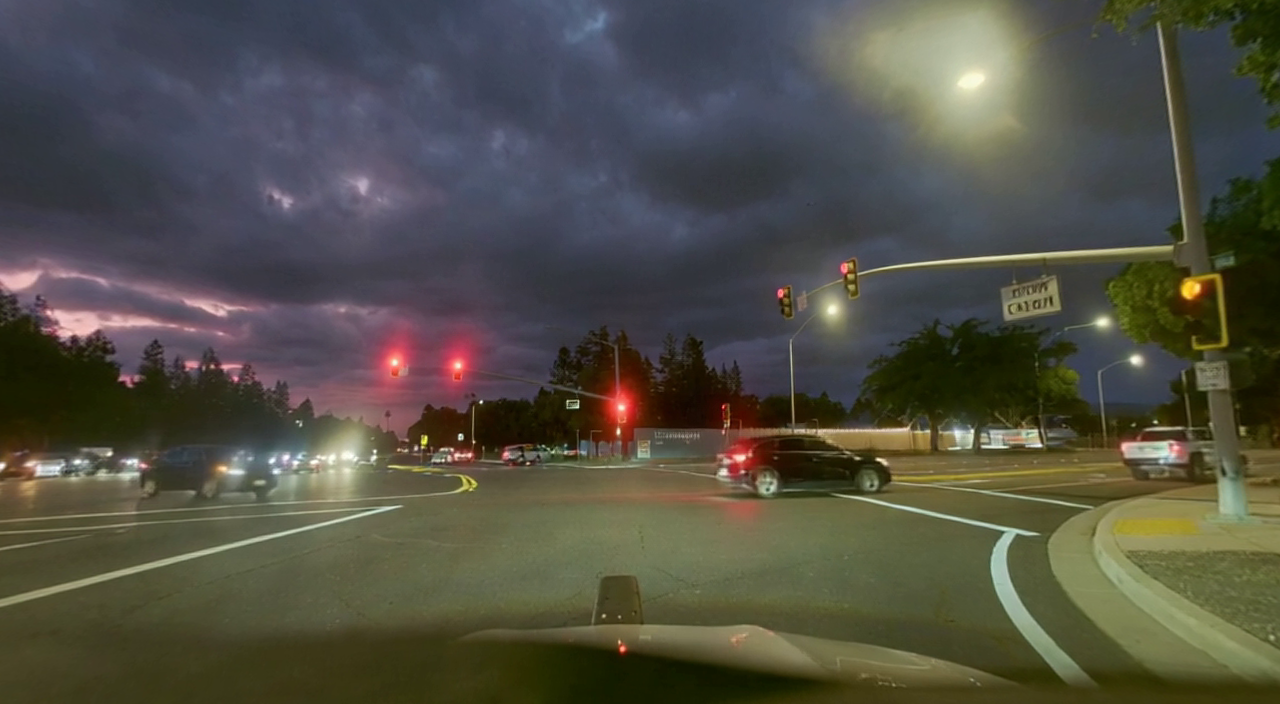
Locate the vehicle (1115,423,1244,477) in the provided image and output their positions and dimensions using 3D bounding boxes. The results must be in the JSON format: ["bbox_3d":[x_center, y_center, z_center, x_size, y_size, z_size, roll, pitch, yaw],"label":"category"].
[{"bbox_3d":[19.601,3.549,22.909,4.619,1.759,2.101,5,-10,-32],"label":"vehicle"}]

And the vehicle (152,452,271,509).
[{"bbox_3d":[-13.185,3.827,19.305,4.728,1.471,1.957,-8,-12,43],"label":"vehicle"}]

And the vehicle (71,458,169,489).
[{"bbox_3d":[-28.379,6.622,34.692,1.965,1.448,4.553,1,-9,-8],"label":"vehicle"}]

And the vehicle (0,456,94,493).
[{"bbox_3d":[-31.188,6.260,32.652,2.142,1.723,4.692,1,-9,-9],"label":"vehicle"}]

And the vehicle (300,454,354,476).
[{"bbox_3d":[-22.515,8.140,45.671,1.999,1.468,4.702,1,-9,-8],"label":"vehicle"}]

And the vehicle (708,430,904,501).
[{"bbox_3d":[3.997,2.802,15.766,4.281,1.621,1.903,0,-9,-3],"label":"vehicle"}]

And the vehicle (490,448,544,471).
[{"bbox_3d":[-8.474,7.416,43.968,1.989,1.496,4.211,-3,-9,15],"label":"vehicle"}]
